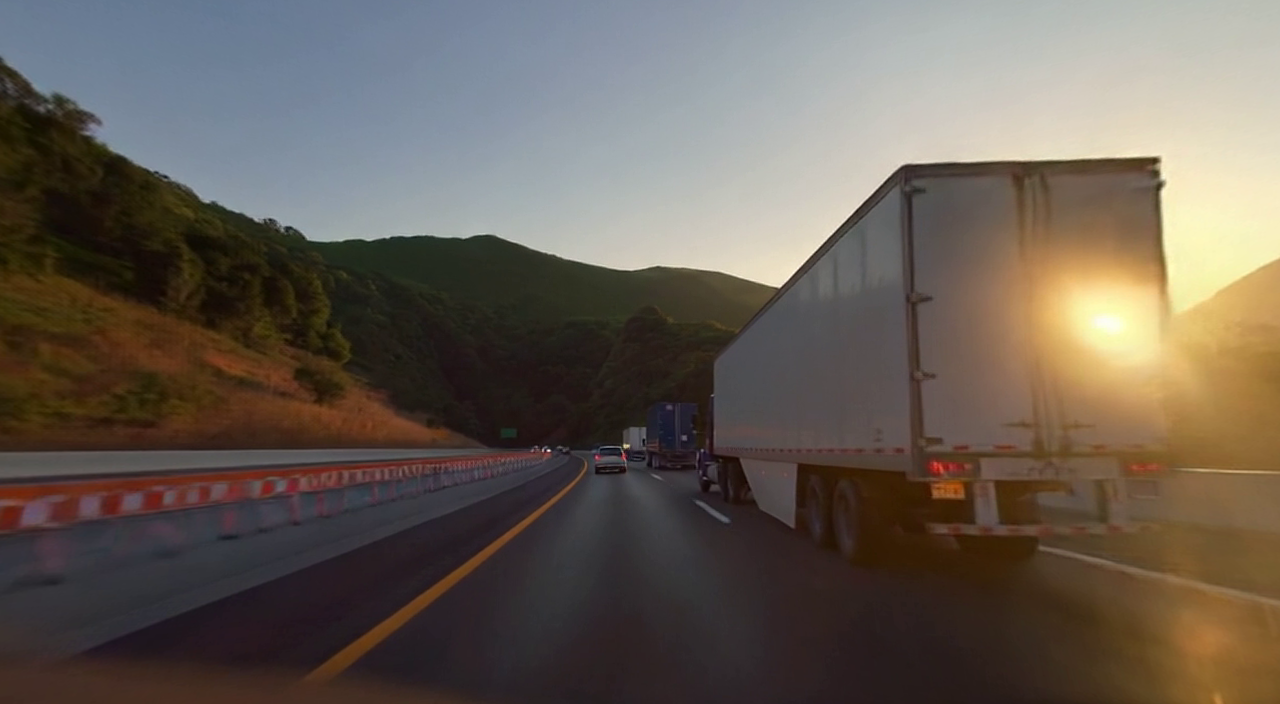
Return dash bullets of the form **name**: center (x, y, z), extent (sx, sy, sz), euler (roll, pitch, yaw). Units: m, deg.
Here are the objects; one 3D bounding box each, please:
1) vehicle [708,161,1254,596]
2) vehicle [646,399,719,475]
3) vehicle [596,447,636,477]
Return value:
- **vehicle**: center (3.875, 1.277, 13.160), extent (2.911, 4.099, 14.578), euler (0, -9, -2)
- **vehicle**: center (2.329, 5.628, 40.791), extent (2.826, 4.050, 13.845), euler (1, -9, -4)
- **vehicle**: center (-1.292, 5.803, 33.442), extent (2.029, 1.437, 3.794), euler (0, -9, -3)
